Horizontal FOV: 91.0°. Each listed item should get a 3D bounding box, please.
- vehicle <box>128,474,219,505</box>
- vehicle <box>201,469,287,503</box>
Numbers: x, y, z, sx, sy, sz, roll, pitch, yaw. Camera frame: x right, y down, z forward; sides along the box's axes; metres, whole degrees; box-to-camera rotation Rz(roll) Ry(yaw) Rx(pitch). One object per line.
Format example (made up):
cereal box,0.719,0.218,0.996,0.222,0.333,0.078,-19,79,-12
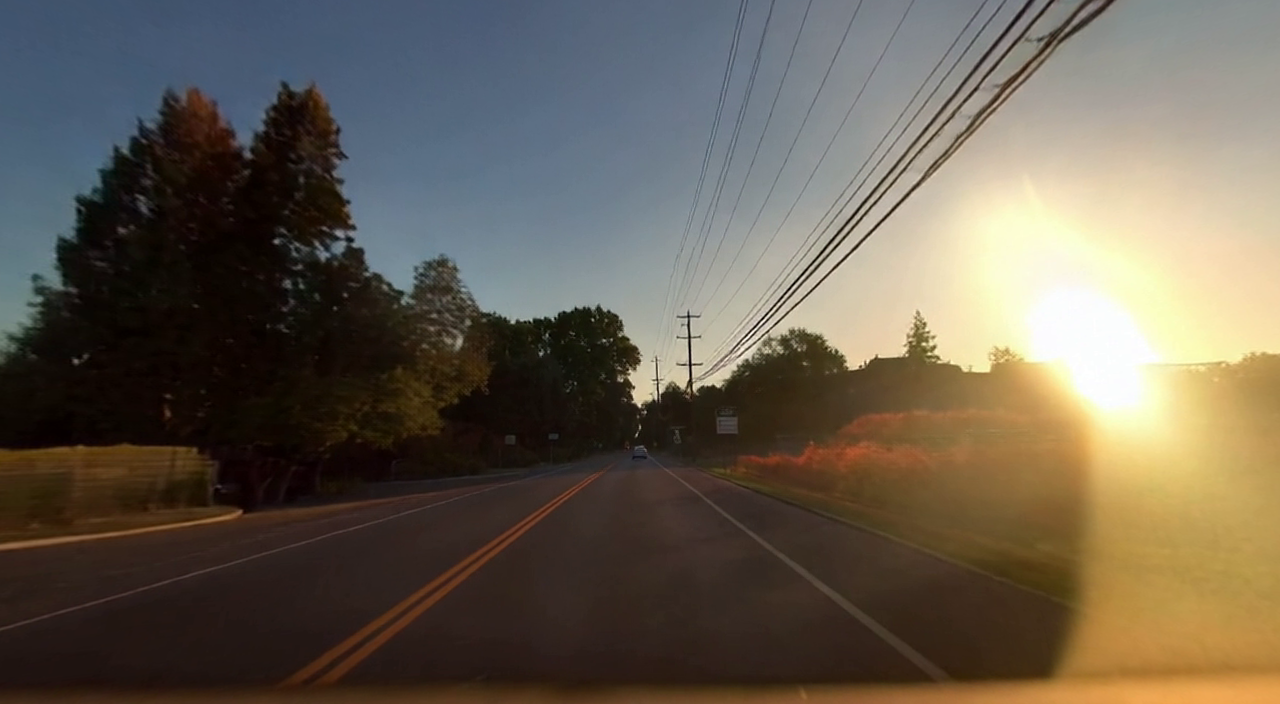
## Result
vehicle,-31.118,9.169,42.063,4.468,1.848,2.034,-1,-8,2
vehicle,-27.891,9.449,44.383,4.729,1.830,2.178,-5,-8,3
